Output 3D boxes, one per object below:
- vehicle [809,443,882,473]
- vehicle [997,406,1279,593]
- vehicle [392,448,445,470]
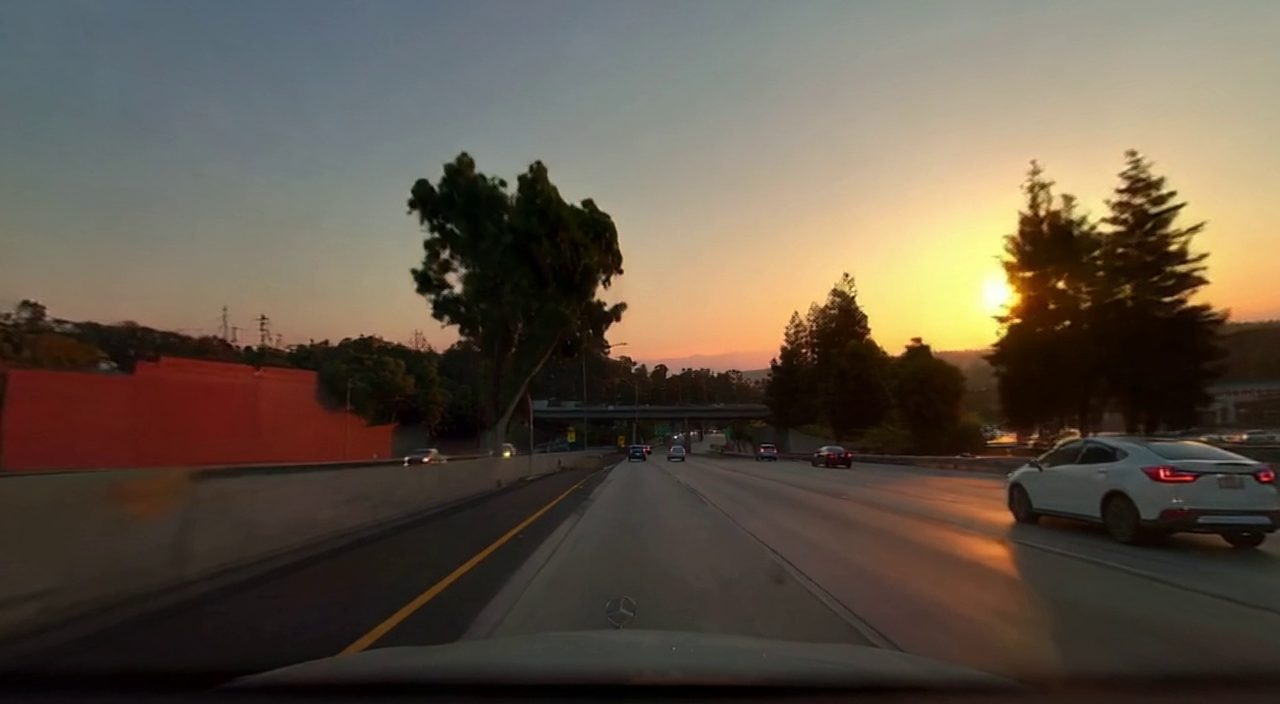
[{"bbox_3d":[11.182,5.819,34.866,2.194,1.489,5.141,0,-9,-1],"label":"vehicle"},{"bbox_3d":[6.798,1.654,7.811,2.027,1.679,4.543,0,-9,-1],"label":"vehicle"},{"bbox_3d":[-14.950,7.224,42.884,2.002,1.427,4.270,0,-9,0],"label":"vehicle"}]
